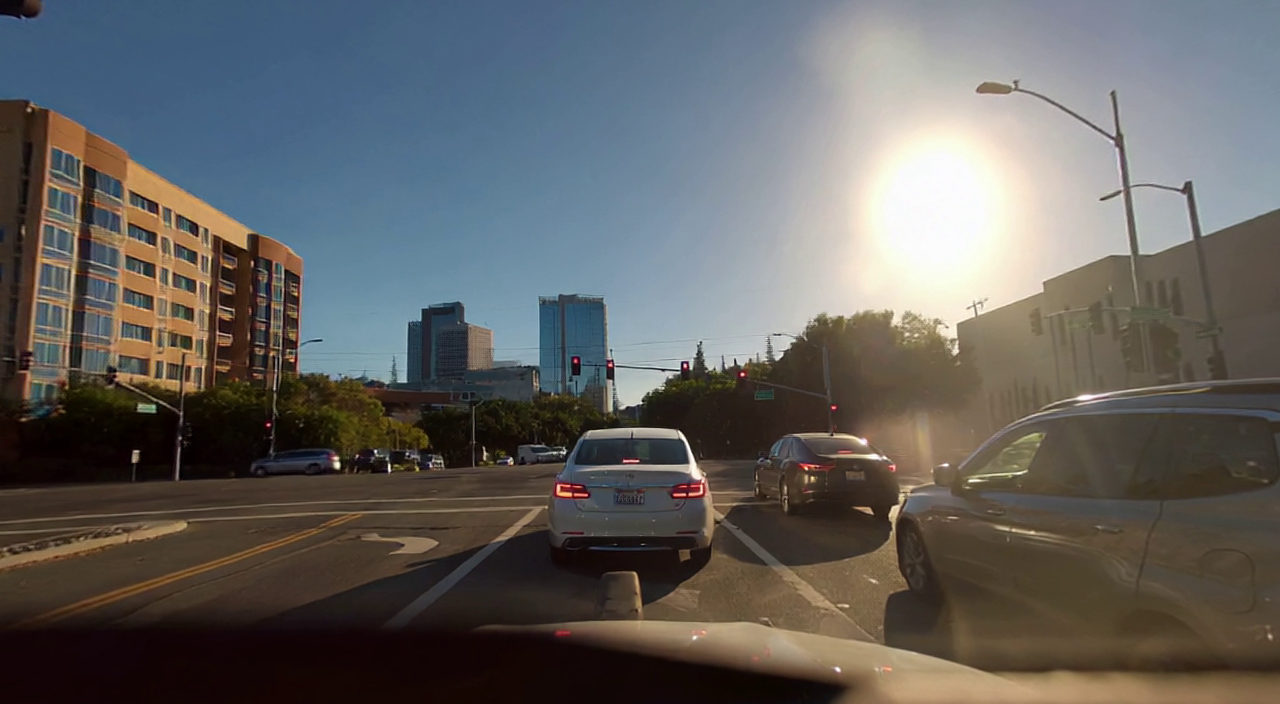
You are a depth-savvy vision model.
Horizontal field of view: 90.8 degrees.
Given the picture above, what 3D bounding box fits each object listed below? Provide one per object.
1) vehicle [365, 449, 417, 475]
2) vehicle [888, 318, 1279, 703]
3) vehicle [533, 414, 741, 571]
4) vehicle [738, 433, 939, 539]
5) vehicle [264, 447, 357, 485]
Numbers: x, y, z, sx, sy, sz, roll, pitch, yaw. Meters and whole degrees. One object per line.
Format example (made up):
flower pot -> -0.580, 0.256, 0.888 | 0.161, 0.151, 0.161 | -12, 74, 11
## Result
vehicle -> -18.728, 8.276, 47.819 | 2.026, 1.836, 4.726 | 0, -8, 0
vehicle -> 3.009, 0.864, 2.671 | 2.103, 1.701, 4.294 | 0, -8, -1
vehicle -> -0.076, 1.789, 8.766 | 2.188, 1.637, 4.027 | 0, -8, -1
vehicle -> 3.149, 2.219, 11.150 | 2.001, 1.463, 4.398 | 0, -8, -2
vehicle -> -17.069, 5.841, 32.714 | 4.448, 1.837, 2.021 | -5, -10, 29
